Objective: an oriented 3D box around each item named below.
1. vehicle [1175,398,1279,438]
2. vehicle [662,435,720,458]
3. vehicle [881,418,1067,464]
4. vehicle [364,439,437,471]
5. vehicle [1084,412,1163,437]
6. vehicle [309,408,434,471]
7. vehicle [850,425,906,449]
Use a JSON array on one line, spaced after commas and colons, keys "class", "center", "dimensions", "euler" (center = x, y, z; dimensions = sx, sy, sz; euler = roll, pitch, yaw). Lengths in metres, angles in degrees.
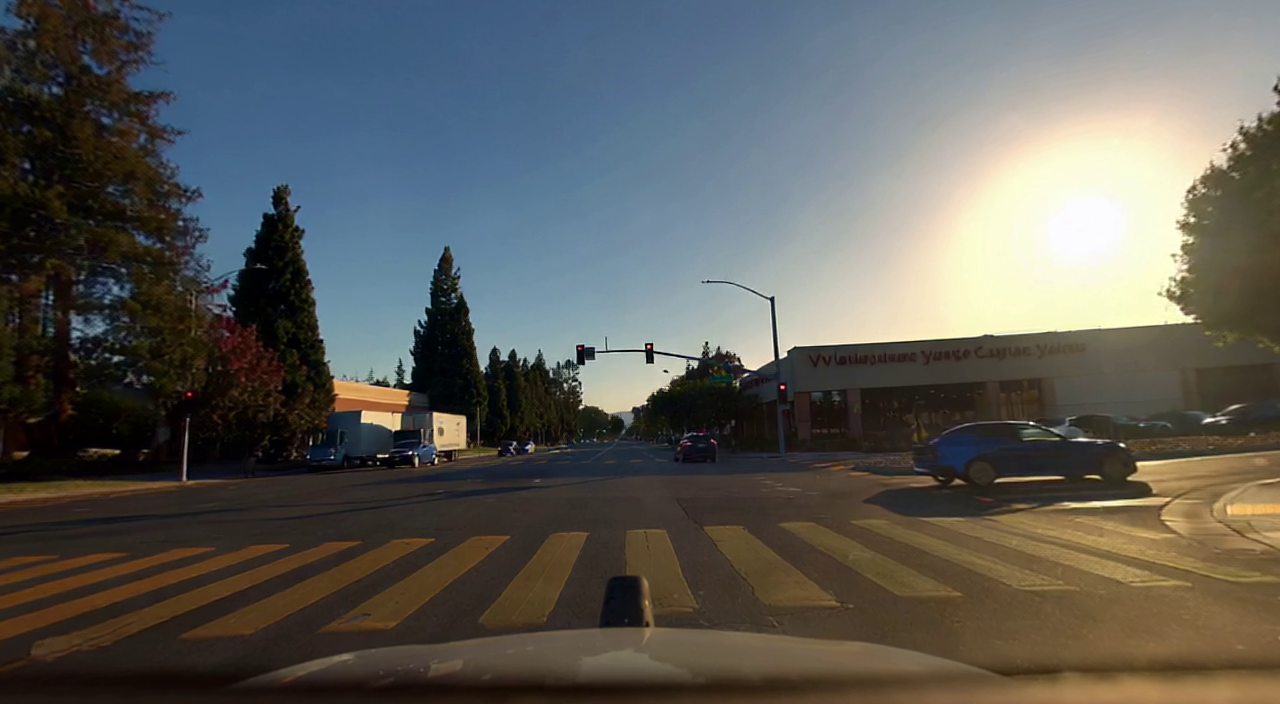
[{"class": "vehicle", "center": [27.292, 2.999, 28.318], "dimensions": [4.566, 1.670, 2.000], "euler": [0, -8, 0]}, {"class": "vehicle", "center": [3.326, 6.287, 41.839], "dimensions": [1.884, 1.419, 4.448], "euler": [4, -9, -25]}, {"class": "vehicle", "center": [10.782, 2.920, 20.664], "dimensions": [4.994, 1.416, 1.783], "euler": [-1, -8, 5]}, {"class": "vehicle", "center": [-12.123, 5.230, 32.228], "dimensions": [1.996, 1.489, 4.566], "euler": [0, -8, -1]}, {"class": "vehicle", "center": [31.349, 4.763, 41.002], "dimensions": [1.823, 1.480, 4.003], "euler": [0, -8, -3]}, {"class": "vehicle", "center": [-16.704, 5.652, 40.473], "dimensions": [3.161, 3.455, 11.058], "euler": [0, -8, 0]}, {"class": "vehicle", "center": [17.376, 6.229, 46.148], "dimensions": [3.329, 1.415, 1.821], "euler": [-6, -9, 2]}]
